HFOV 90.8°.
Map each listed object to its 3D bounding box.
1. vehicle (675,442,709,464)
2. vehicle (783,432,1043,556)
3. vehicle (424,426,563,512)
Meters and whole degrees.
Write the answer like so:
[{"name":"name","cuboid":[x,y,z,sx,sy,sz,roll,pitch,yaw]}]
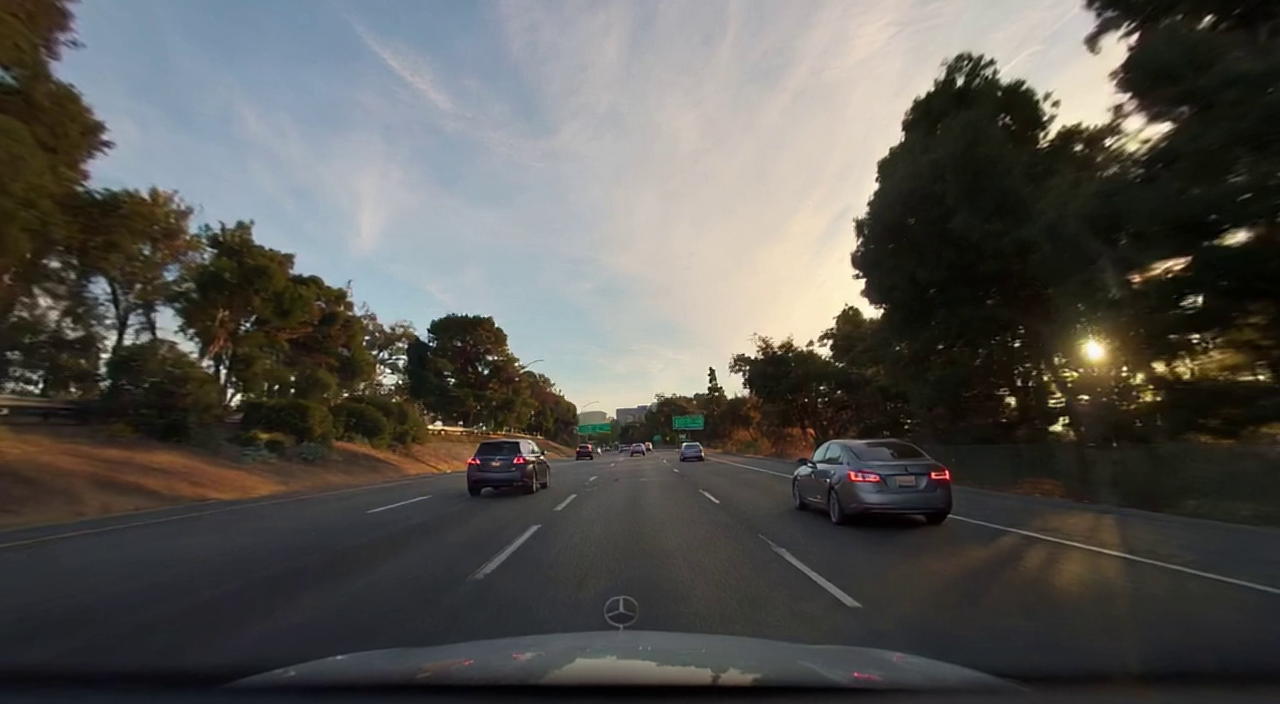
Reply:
[{"name":"vehicle","cuboid":[3.633,7.111,44.680,2.021,1.447,3.985,0,-9,-1]},{"name":"vehicle","cuboid":[3.717,2.002,9.660,1.947,1.437,4.345,0,-9,-1]},{"name":"vehicle","cuboid":[-3.294,2.746,15.269,2.244,1.755,4.417,0,-9,1]}]
